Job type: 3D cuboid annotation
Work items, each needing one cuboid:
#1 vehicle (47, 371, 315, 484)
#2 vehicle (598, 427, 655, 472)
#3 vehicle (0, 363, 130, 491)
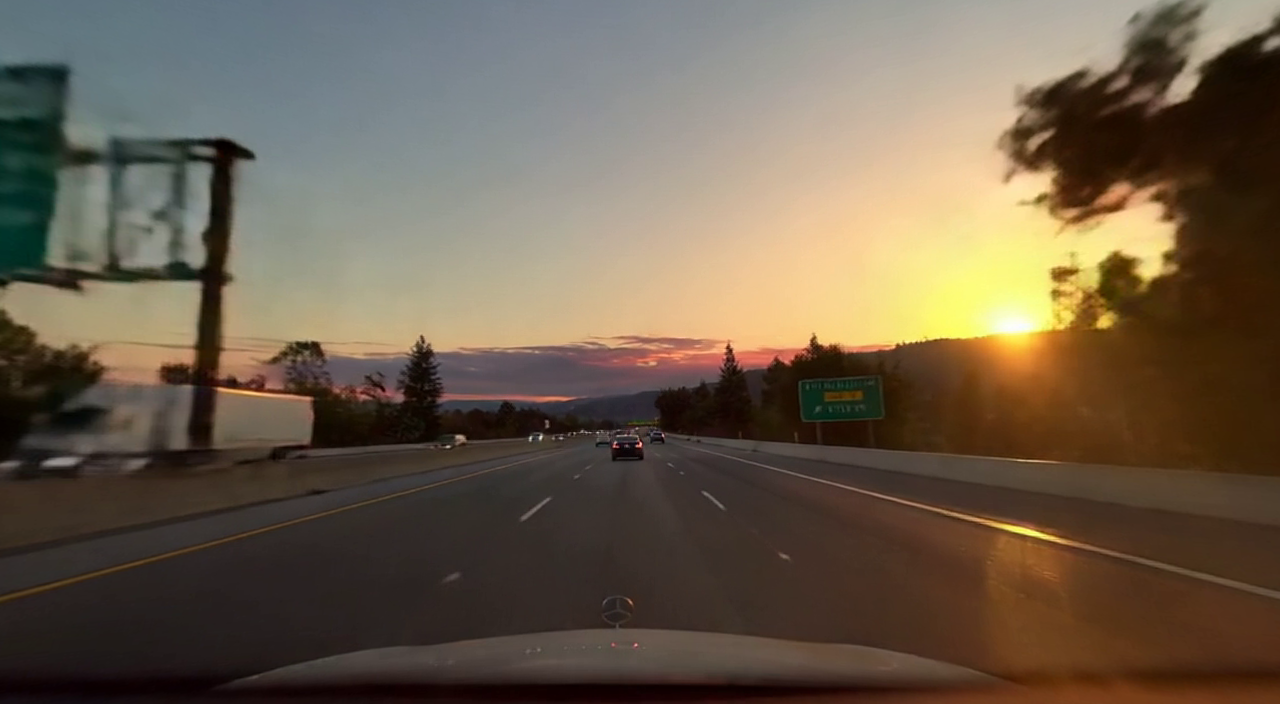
[{"bbox_3d":[-20.351,3.679,29.958,2.894,4.145,13.279,0,-8,-1],"label":"vehicle"},{"bbox_3d":[-0.526,3.838,25.067,2.094,1.600,3.666,0,-8,-1],"label":"vehicle"},{"bbox_3d":[-20.232,2.551,21.358,2.961,4.001,3.172,0,-8,0],"label":"vehicle"}]
